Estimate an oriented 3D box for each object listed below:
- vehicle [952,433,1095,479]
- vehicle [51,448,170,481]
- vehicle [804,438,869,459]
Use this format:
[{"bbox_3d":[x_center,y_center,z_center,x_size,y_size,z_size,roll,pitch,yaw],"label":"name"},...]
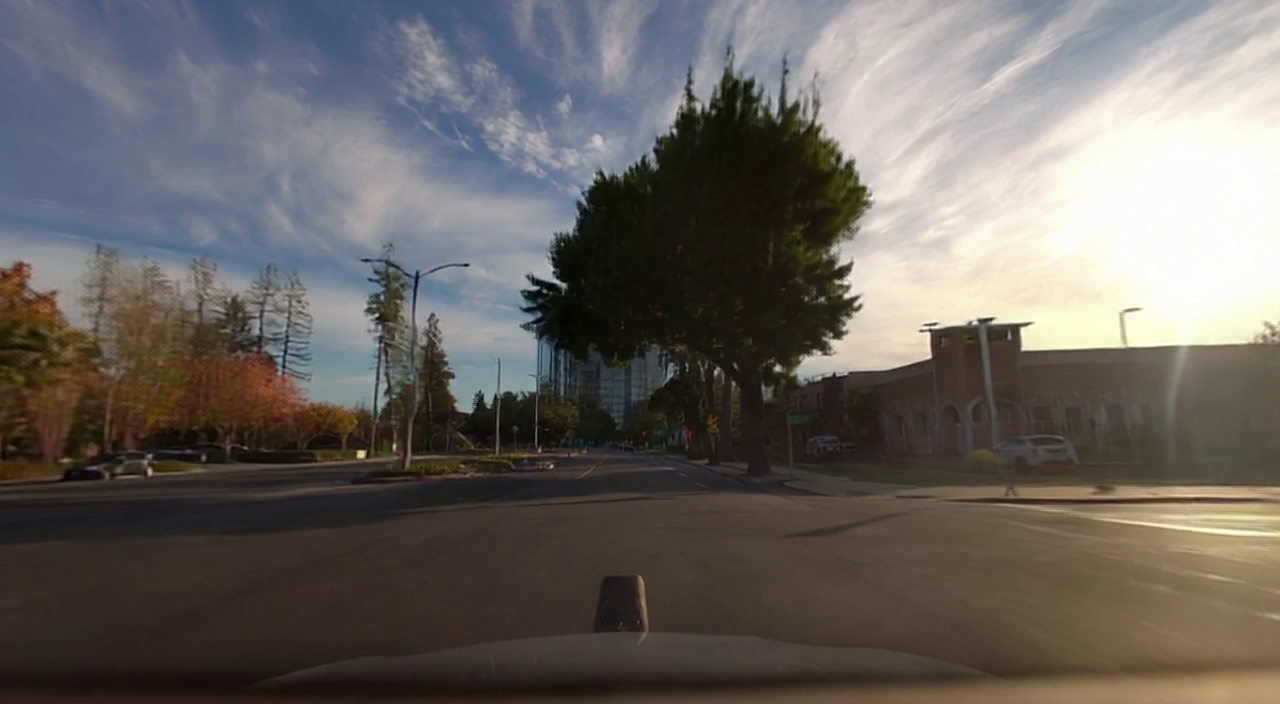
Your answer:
[{"bbox_3d":[15.089,4.084,25.024,4.268,1.589,2.156,-1,-7,-5],"label":"vehicle"},{"bbox_3d":[-26.172,5.551,31.499,1.828,1.448,4.689,1,-8,1],"label":"vehicle"},{"bbox_3d":[14.583,7.217,47.129,4.198,1.561,1.937,0,-10,1],"label":"vehicle"}]
